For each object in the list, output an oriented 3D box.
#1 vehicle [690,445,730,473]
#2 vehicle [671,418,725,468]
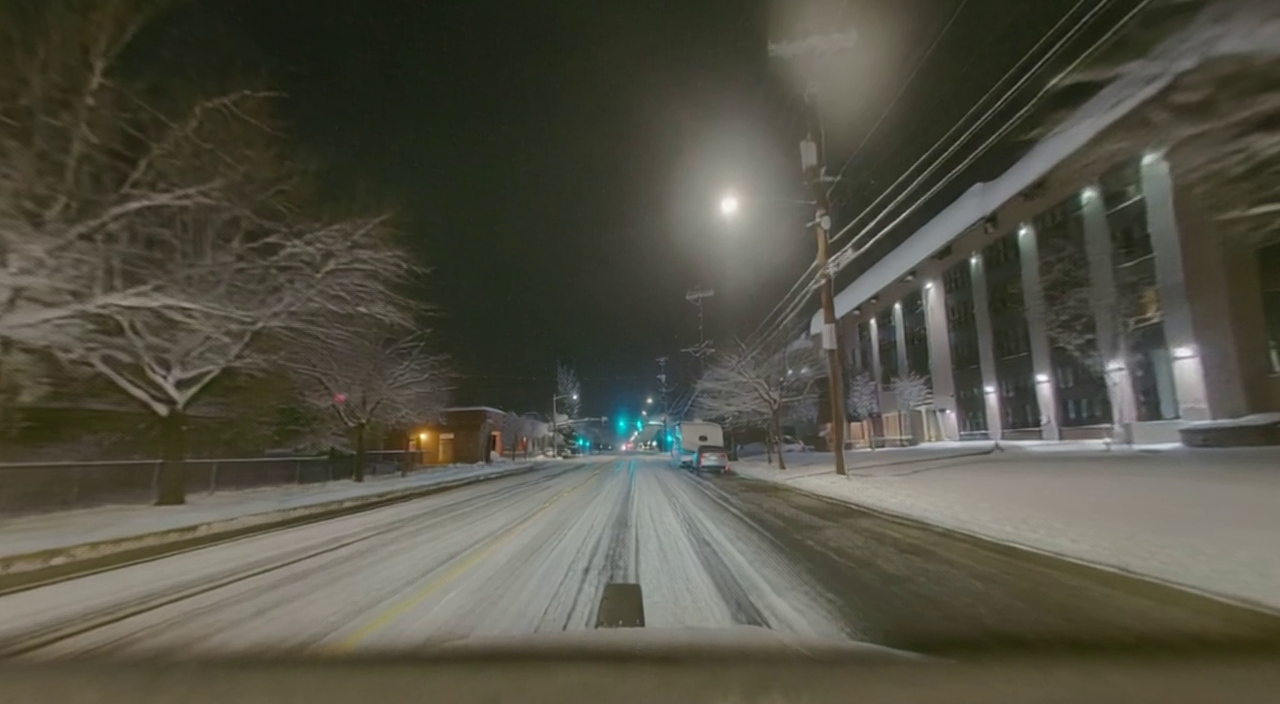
[{"bbox_3d":[4.227,6.478,38.440,1.852,1.497,3.672,-2,-8,-2],"label":"vehicle"},{"bbox_3d":[4.033,6.658,45.955,3.110,3.241,8.788,0,-9,0],"label":"vehicle"}]
